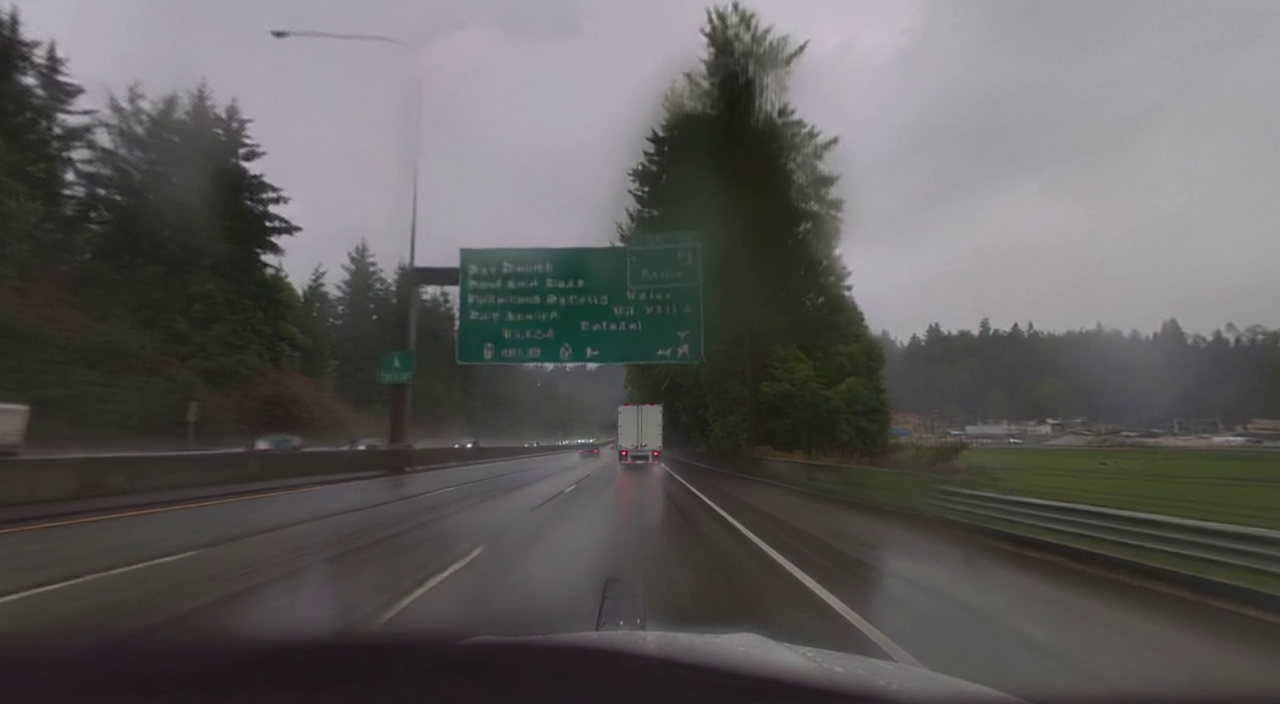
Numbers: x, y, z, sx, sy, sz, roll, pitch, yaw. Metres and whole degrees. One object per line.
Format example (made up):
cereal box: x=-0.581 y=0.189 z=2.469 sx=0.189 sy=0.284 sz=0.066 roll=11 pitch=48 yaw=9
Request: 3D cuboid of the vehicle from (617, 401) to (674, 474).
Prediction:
vehicle: x=0.138 y=5.429 z=39.134 sx=2.976 sy=3.800 sz=12.335 roll=0 pitch=-9 yaw=-1

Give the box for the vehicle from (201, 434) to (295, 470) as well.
vehicle: x=-19.737 y=5.069 z=31.996 sx=1.989 sy=1.700 sz=4.294 roll=0 pitch=-9 yaw=0

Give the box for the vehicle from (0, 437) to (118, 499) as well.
vehicle: x=-16.302 y=2.966 z=16.210 sx=1.897 sy=1.464 sz=4.483 roll=0 pitch=-9 yaw=1
